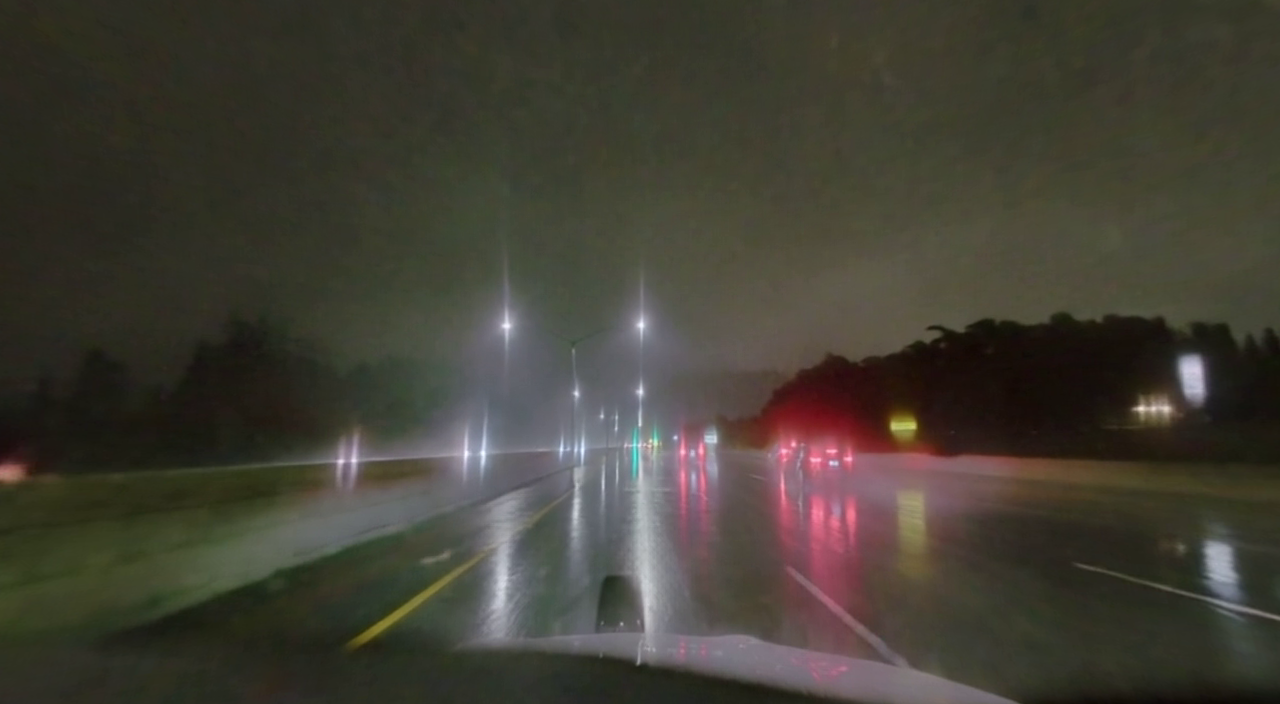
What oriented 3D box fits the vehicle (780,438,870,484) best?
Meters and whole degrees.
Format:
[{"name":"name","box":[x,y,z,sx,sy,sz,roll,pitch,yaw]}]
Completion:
[{"name":"vehicle","box":[6.690,3.977,23.290,2.038,1.528,3.910,0,-9,-1]}]

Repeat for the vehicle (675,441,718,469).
[{"name":"vehicle","box":[3.265,6.049,37.337,2.056,1.553,4.320,0,-8,-1]}]
